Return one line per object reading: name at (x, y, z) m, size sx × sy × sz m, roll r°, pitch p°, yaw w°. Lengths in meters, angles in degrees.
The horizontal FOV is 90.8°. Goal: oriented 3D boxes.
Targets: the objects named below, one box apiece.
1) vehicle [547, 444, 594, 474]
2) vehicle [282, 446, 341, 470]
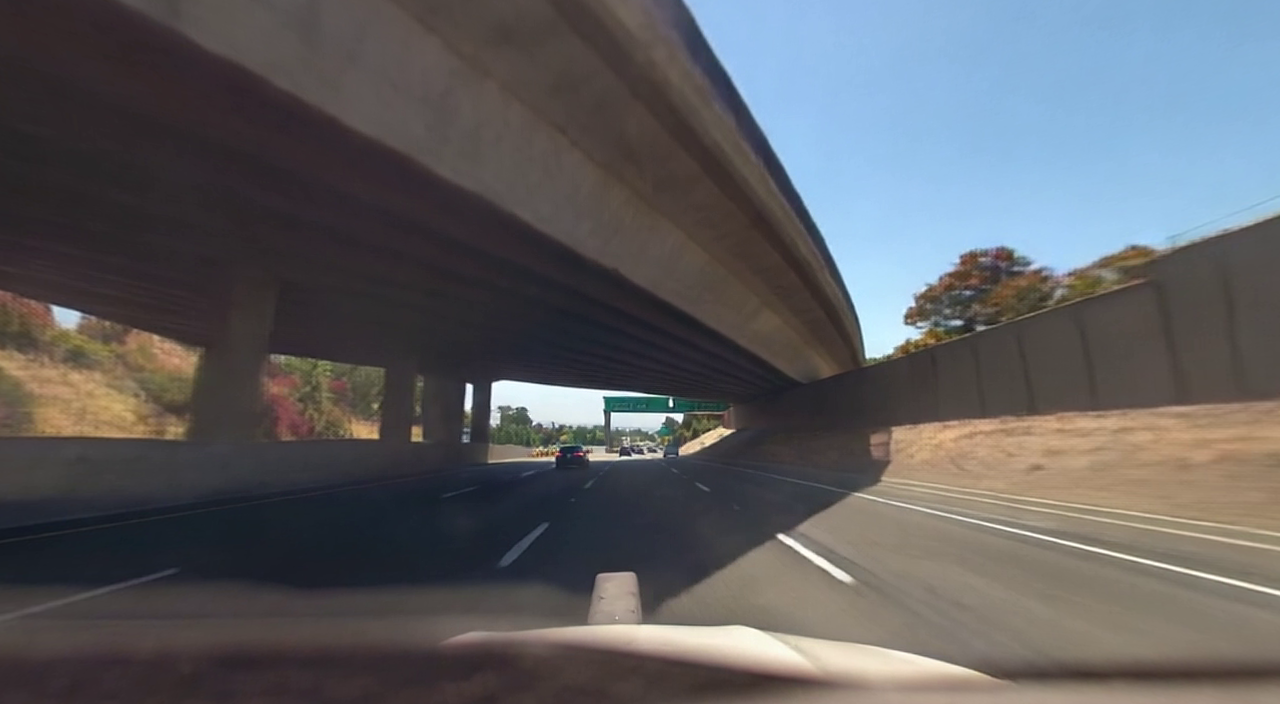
vehicle at (-3.691, 5.742, 34.170) m, size 2.037 × 1.514 × 4.335 m, roll 0°, pitch -8°, yaw 0°
vehicle at (-22.906, 7.380, 44.230) m, size 1.899 × 1.536 × 4.686 m, roll 0°, pitch -8°, yaw -4°
